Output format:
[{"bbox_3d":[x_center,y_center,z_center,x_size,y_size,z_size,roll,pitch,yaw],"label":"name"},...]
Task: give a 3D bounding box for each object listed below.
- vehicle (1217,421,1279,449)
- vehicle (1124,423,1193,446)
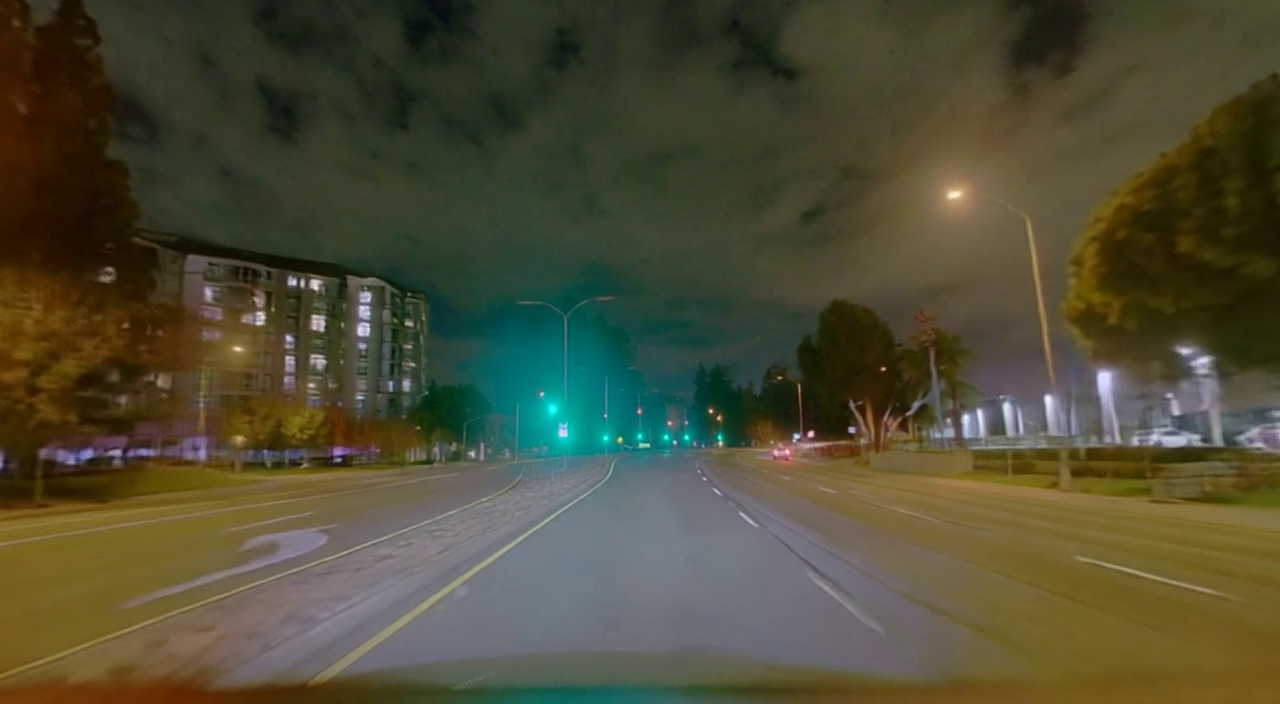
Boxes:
[{"bbox_3d":[34.523,4.615,35.164,3.644,1.465,1.635,0,-9,-14],"label":"vehicle"},{"bbox_3d":[32.666,5.216,39.823,3.328,1.385,1.570,1,-9,-15],"label":"vehicle"}]
